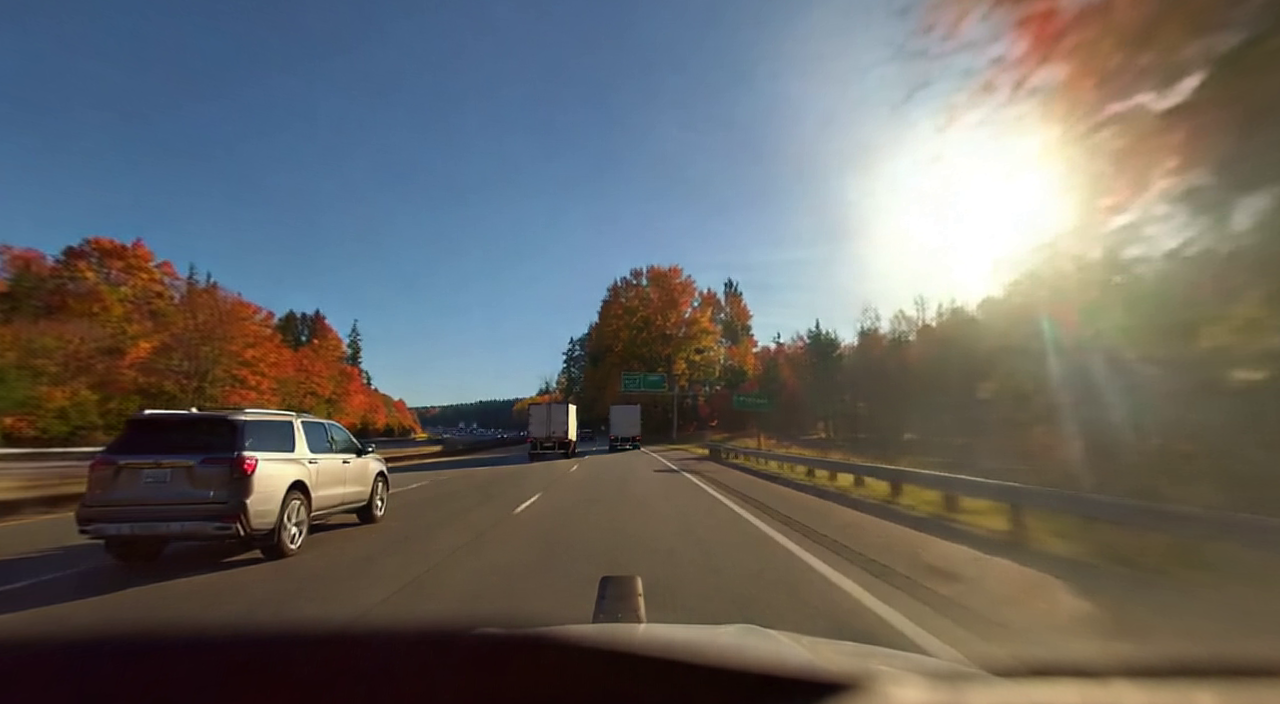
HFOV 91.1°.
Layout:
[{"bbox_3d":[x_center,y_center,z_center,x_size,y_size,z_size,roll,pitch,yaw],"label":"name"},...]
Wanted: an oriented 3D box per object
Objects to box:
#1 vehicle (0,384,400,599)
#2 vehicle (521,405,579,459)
[{"bbox_3d":[-4.668,1.391,7.232,2.089,1.669,4.515,0,-8,-1],"label":"vehicle"},{"bbox_3d":[-4.817,4.441,34.735,2.383,2.726,5.677,0,-8,0],"label":"vehicle"}]
